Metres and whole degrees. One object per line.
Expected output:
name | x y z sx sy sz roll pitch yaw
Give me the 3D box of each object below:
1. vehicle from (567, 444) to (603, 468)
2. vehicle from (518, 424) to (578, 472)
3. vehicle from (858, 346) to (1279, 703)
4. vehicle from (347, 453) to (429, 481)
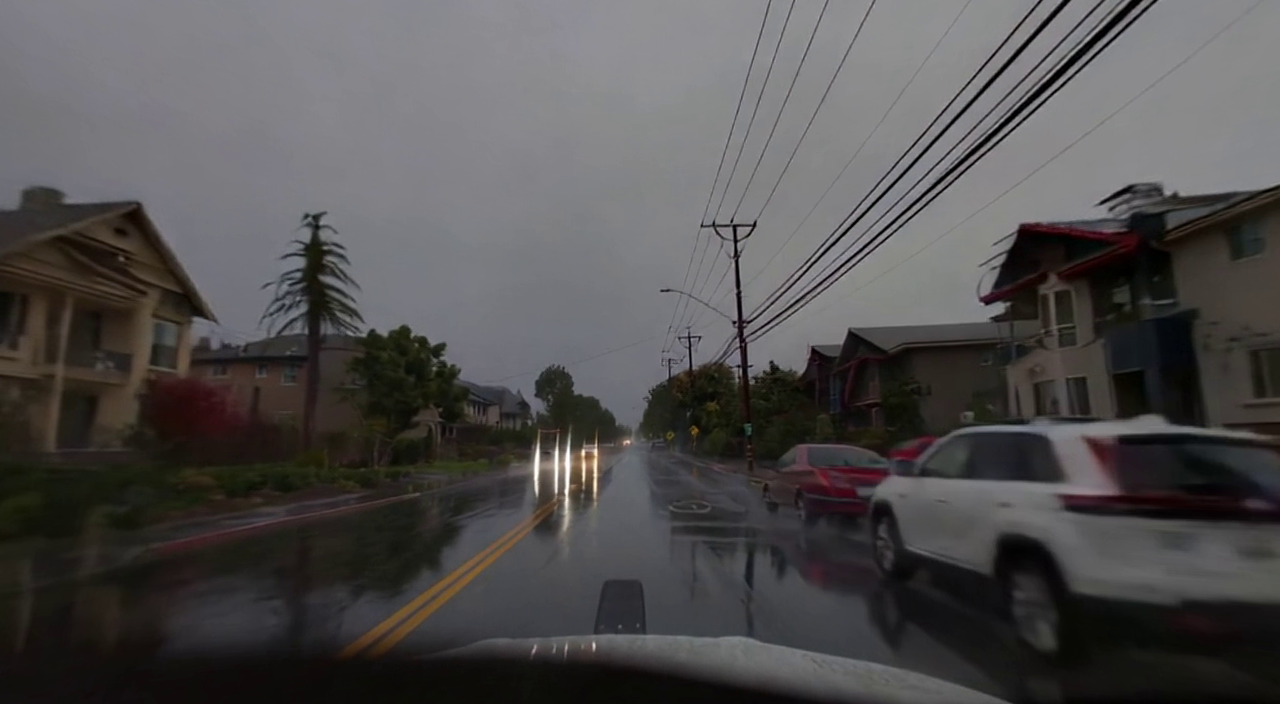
vehicle | -3.592 6.911 42.142 1.912 1.491 4.375 0 -9 1
vehicle | -6.746 7.103 47.678 3.197 3.187 7.847 -2 -7 1
vehicle | 3.132 1.151 4.210 1.945 1.792 3.903 0 -9 0
vehicle | -15.261 6.999 38.501 4.204 1.626 1.874 1 -9 -5
